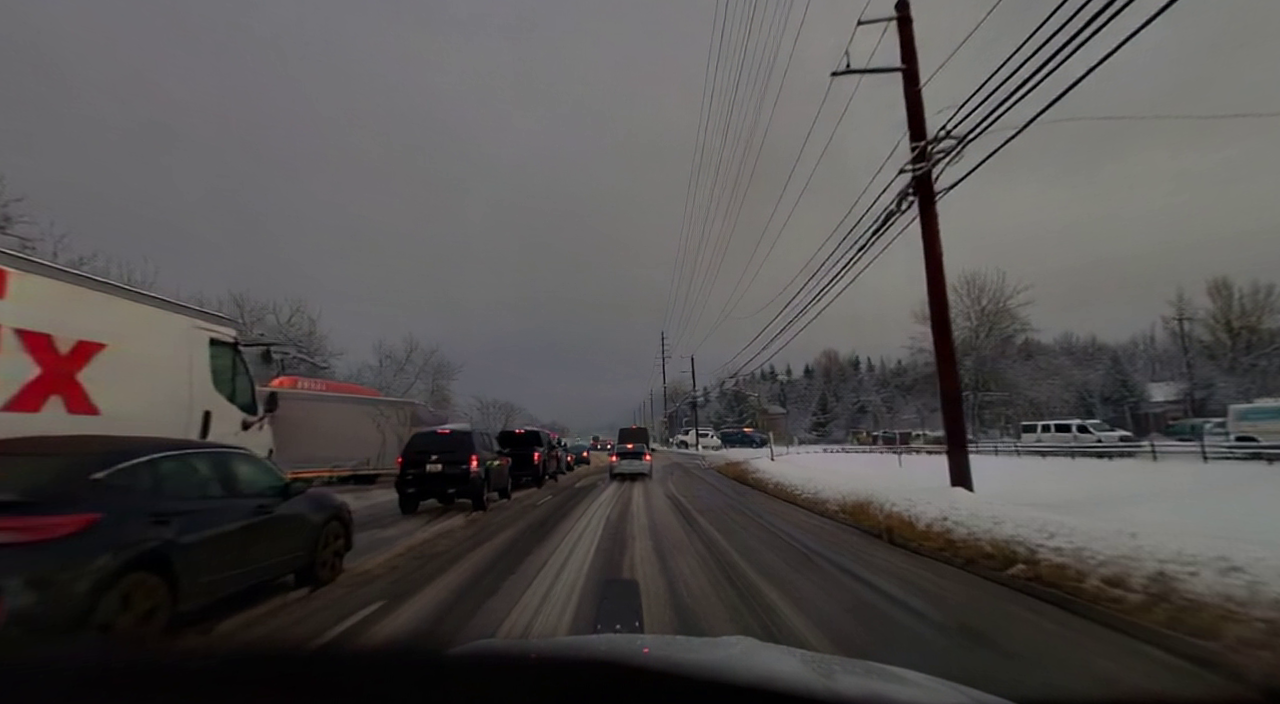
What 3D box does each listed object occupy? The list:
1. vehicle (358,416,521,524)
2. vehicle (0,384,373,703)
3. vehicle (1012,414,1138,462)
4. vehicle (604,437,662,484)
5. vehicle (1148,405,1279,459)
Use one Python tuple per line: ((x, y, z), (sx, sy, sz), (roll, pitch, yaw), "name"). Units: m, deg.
((-3.928, 2.409, 13.313), (1.956, 1.865, 4.624), (0, -9, -1), "vehicle")
((-3.947, 1.242, 4.657), (2.014, 1.637, 4.382), (0, -9, 0), "vehicle")
((32.779, 6.568, 47.670), (7.142, 3.385, 2.919), (0, -10, 2), "vehicle")
((-0.267, 4.210, 24.748), (2.055, 1.671, 4.147), (0, -9, -1), "vehicle")
((40.522, 5.570, 43.779), (7.613, 2.990, 2.868), (-5, -8, -2), "vehicle")
